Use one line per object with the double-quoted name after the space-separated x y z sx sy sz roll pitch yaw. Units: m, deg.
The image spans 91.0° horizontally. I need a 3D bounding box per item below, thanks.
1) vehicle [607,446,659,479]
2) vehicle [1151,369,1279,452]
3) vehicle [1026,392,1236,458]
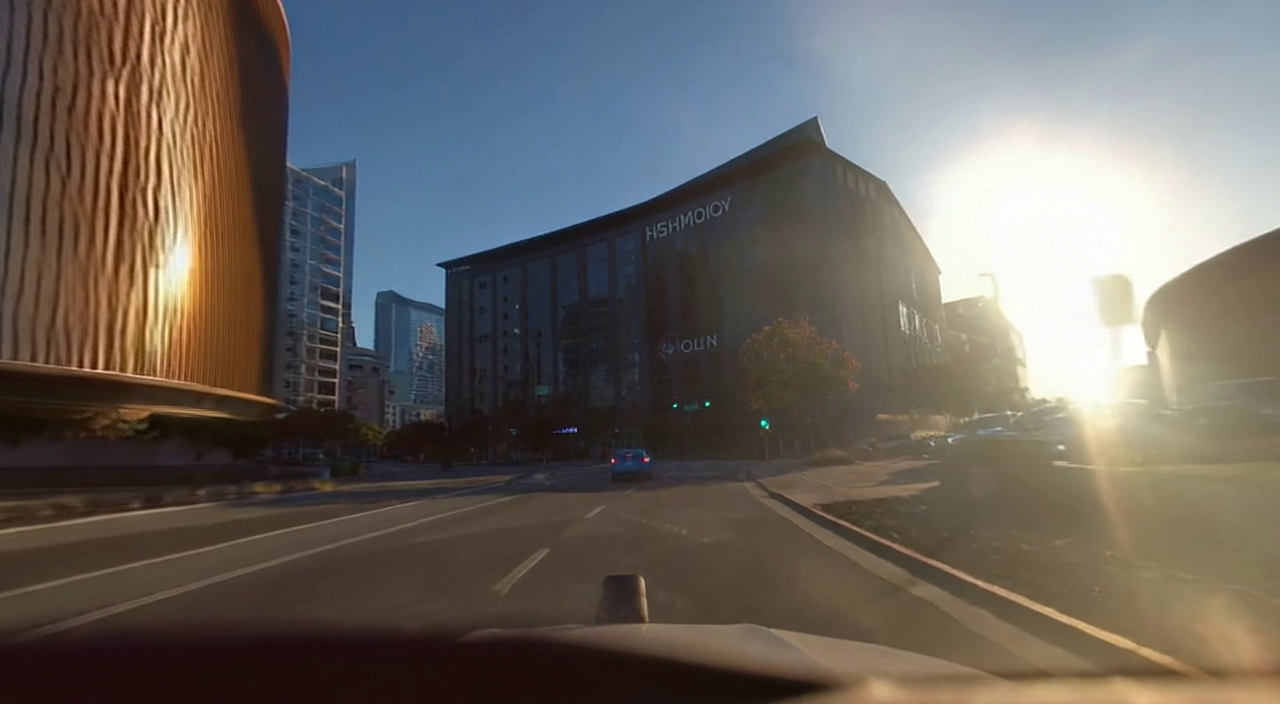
-0.267 5.516 31.714 1.971 1.486 4.380 -1 -9 8 "vehicle"
13.605 1.263 13.130 4.035 1.615 1.908 -1 -9 6 "vehicle"
14.066 2.191 18.343 4.214 1.615 2.008 -4 -10 9 "vehicle"
